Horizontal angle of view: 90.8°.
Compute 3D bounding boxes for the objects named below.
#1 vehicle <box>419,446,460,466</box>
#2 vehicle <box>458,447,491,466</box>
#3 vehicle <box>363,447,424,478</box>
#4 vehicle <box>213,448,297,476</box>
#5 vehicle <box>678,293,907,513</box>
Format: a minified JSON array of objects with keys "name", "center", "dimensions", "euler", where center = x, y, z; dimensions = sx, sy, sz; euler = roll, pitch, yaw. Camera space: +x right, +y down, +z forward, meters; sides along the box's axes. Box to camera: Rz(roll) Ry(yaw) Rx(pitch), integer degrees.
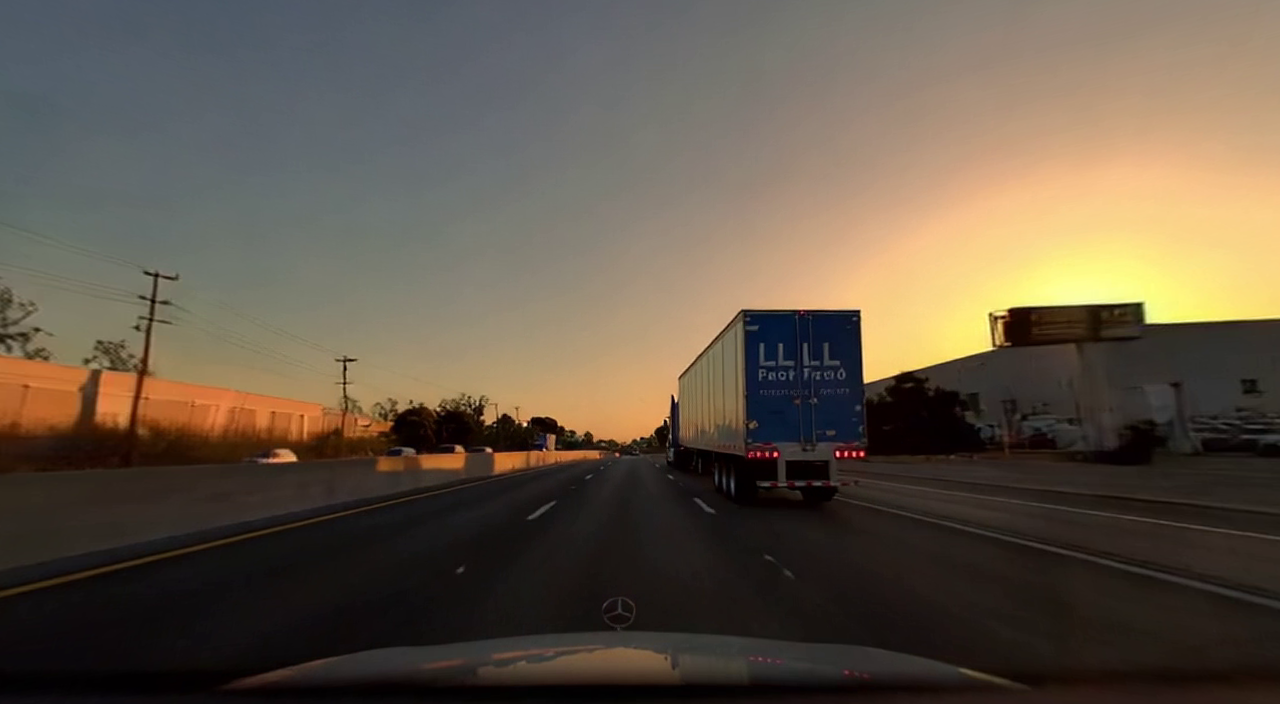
[{"name":"vehicle","center":[-14.834,7.711,46.951],"dimensions":[1.864,1.435,3.584],"euler":[0,-9,0]},{"name":"vehicle","center":[-11.758,7.435,44.993],"dimensions":[1.438,1.326,3.184],"euler":[0,-9,0]},{"name":"vehicle","center":[-11.111,4.989,28.652],"dimensions":[1.452,1.311,3.176],"euler":[0,-9,0]},{"name":"vehicle","center":[-22.434,6.425,37.094],"dimensions":[1.999,1.523,4.691],"euler":[0,-9,-1]},{"name":"vehicle","center":[3.534,2.254,21.156],"dimensions":[2.891,4.387,17.121],"euler":[0,-9,-2]}]
